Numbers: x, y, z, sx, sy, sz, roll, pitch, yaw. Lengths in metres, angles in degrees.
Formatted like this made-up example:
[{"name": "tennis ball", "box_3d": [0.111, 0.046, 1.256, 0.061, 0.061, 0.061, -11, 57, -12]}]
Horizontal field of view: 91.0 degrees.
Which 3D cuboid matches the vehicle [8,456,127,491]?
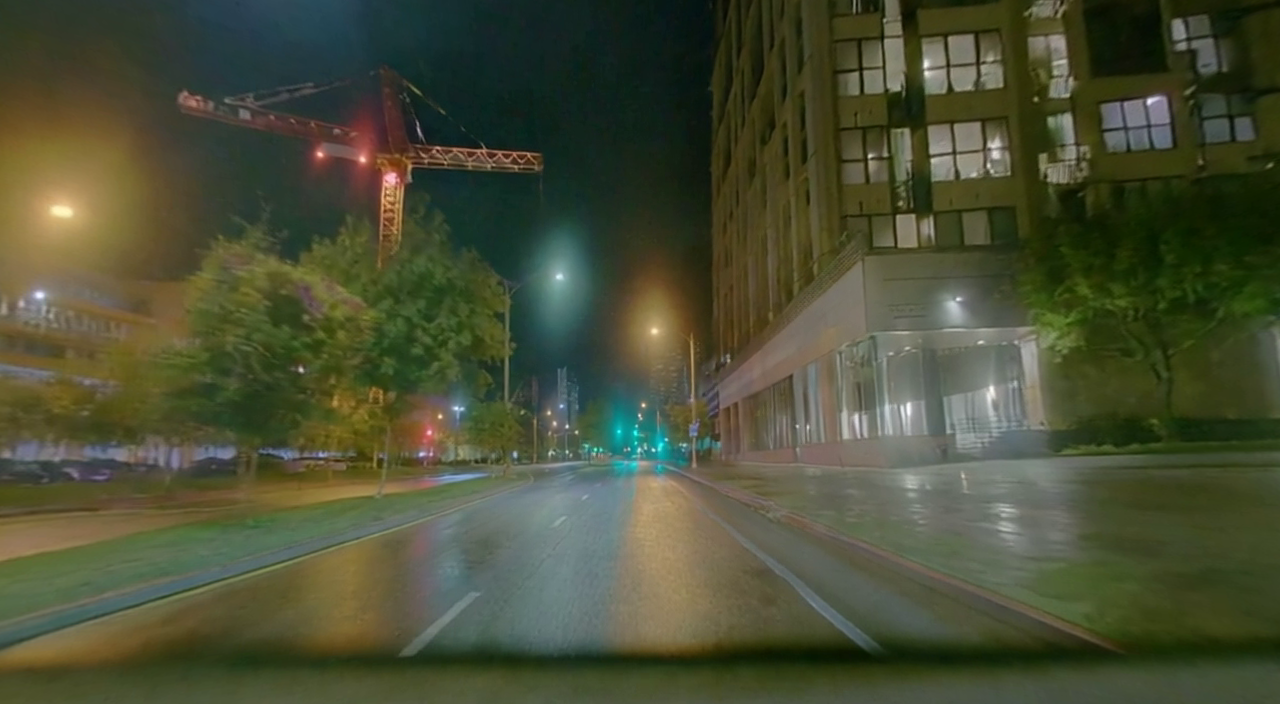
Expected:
[{"name": "vehicle", "box_3d": [-25.665, 5.450, 28.300, 3.580, 1.435, 1.805, 0, -9, 2]}]
